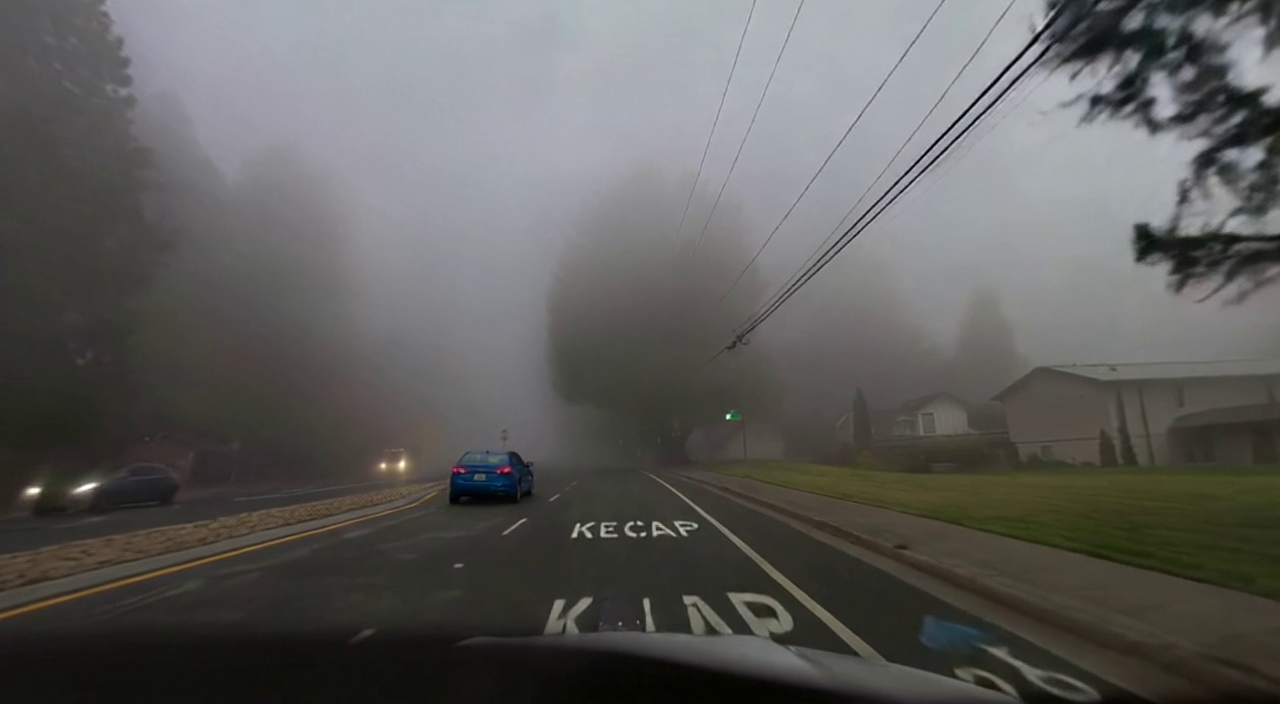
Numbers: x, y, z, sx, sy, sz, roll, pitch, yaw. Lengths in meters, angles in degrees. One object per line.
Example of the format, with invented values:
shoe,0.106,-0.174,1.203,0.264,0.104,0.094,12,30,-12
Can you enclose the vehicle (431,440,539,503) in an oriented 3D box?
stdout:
vehicle,-4.183,3.284,17.850,1.980,1.508,4.502,0,-8,-1

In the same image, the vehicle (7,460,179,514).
vehicle,-17.884,4.391,21.007,1.874,1.494,4.395,0,-9,-2
